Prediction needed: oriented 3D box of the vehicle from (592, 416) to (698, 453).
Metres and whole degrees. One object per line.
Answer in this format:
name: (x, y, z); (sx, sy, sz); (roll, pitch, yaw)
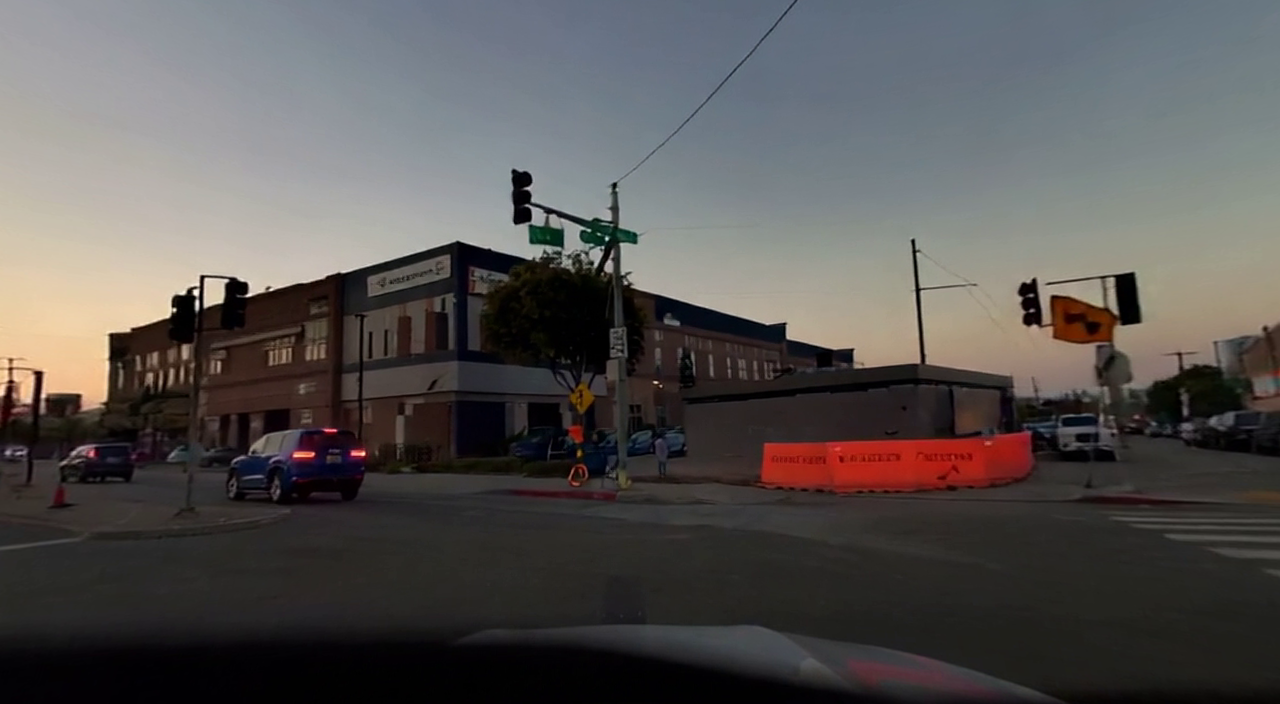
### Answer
vehicle: (0.209, 4.285, 32.872); (5.080, 1.766, 2.272); (-6, -8, 33)

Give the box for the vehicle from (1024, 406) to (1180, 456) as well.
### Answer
vehicle: (16.922, 2.969, 23.478); (4.382, 1.688, 1.937); (-5, -10, 29)

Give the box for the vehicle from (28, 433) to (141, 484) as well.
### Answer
vehicle: (-23.120, 4.361, 26.203); (5.548, 1.911, 2.206); (-6, -10, 36)

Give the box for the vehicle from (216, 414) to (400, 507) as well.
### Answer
vehicle: (-8.139, 2.550, 15.254); (5.118, 1.859, 2.256); (-8, -11, 43)

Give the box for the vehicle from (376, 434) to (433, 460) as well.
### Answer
vehicle: (-18.215, 7.345, 49.022); (1.694, 1.802, 4.028); (-6, -7, 30)

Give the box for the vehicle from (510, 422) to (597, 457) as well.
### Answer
vehicle: (-4.932, 4.975, 35.901); (4.593, 1.856, 2.090); (-5, -10, 32)
